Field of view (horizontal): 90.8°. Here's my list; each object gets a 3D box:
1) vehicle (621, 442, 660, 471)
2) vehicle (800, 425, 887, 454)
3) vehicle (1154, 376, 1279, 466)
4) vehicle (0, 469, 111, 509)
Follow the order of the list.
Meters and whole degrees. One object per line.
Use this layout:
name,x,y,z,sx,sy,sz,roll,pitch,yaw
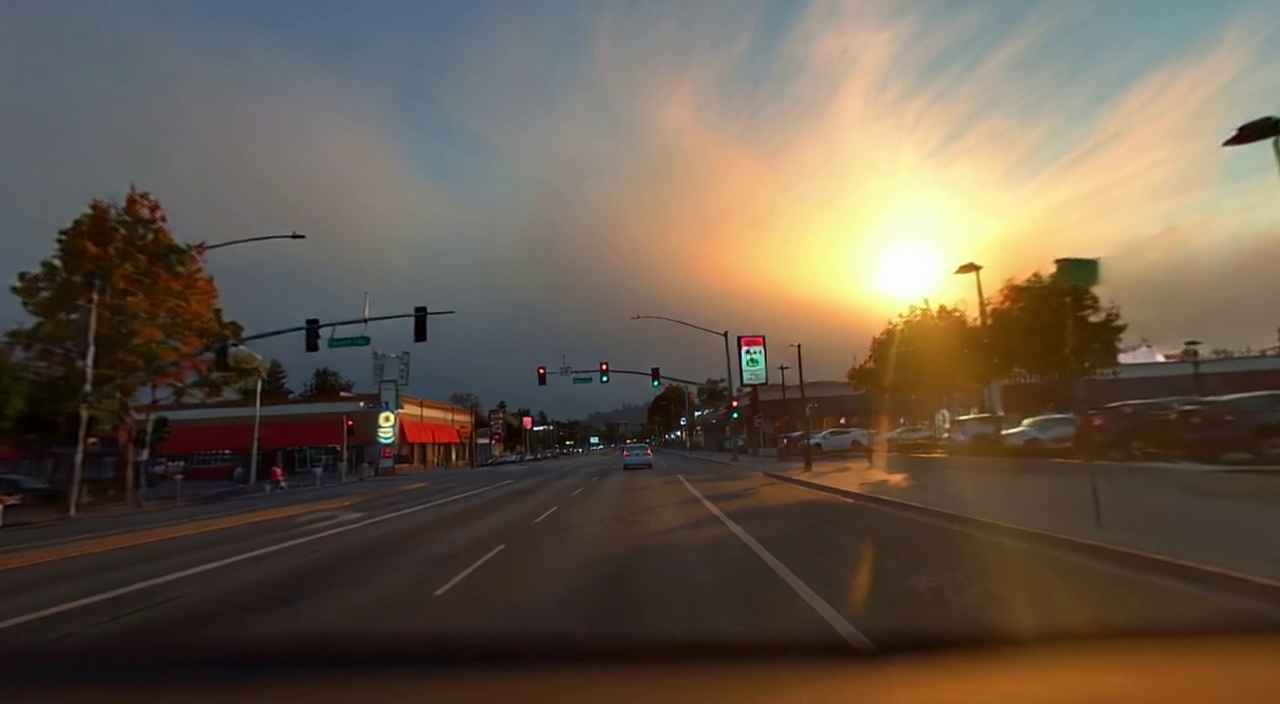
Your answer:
vehicle,0.022,5.666,34.474,1.977,1.451,4.032,0,-9,0
vehicle,13.196,5.699,41.229,4.852,1.805,2.155,0,-9,-2
vehicle,12.922,1.346,12.007,4.466,1.553,2.060,0,-9,-1
vehicle,-26.033,5.886,27.259,2.007,1.466,4.543,-8,-11,40
